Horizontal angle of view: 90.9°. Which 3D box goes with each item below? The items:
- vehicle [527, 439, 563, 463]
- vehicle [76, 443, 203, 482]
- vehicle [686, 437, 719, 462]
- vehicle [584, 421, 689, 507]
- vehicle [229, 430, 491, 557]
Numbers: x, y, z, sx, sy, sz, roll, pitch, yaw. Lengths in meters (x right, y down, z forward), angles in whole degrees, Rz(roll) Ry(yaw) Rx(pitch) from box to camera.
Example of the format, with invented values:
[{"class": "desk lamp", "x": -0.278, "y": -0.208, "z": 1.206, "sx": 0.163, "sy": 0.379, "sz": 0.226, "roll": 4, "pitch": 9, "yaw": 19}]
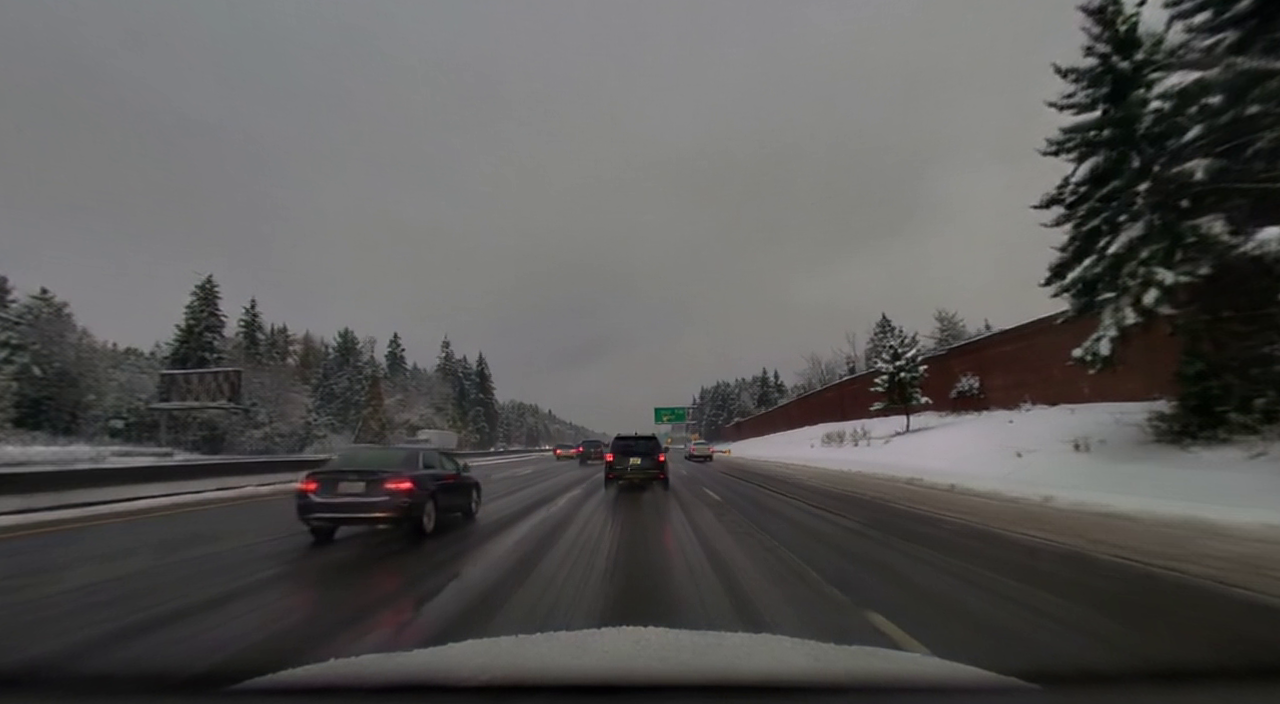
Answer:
[{"class": "vehicle", "x": -7.136, "y": 7.515, "z": 47.788, "sx": 2.024, "sy": 1.706, "sz": 4.249, "roll": 0, "pitch": -9, "yaw": 1}, {"class": "vehicle", "x": -21.198, "y": 4.673, "z": 26.994, "sx": 1.860, "sy": 1.503, "sz": 4.271, "roll": 0, "pitch": -9, "yaw": 1}, {"class": "vehicle", "x": 4.744, "y": 7.538, "z": 48.674, "sx": 2.017, "sy": 1.847, "sz": 4.299, "roll": 0, "pitch": -9, "yaw": -1}, {"class": "vehicle", "x": -0.078, "y": 2.707, "z": 15.630, "sx": 2.233, "sy": 1.804, "sz": 4.273, "roll": 0, "pitch": -9, "yaw": 0}, {"class": "vehicle", "x": -3.738, "y": 1.955, "z": 9.421, "sx": 1.967, "sy": 1.442, "sz": 4.143, "roll": 0, "pitch": -9, "yaw": 1}]
